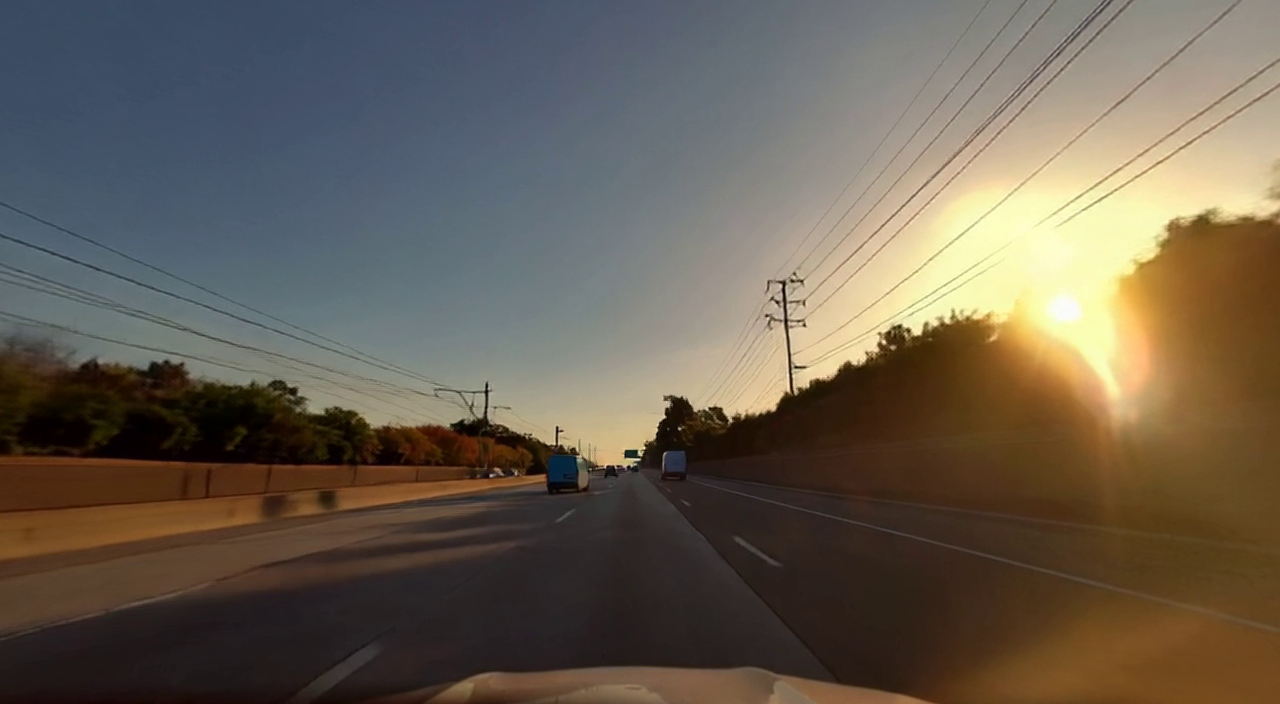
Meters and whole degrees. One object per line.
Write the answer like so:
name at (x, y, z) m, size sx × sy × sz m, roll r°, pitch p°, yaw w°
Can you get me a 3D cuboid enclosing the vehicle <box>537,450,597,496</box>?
vehicle at (-3.422, 5.848, 30.502) m, size 2.324 × 2.008 × 4.654 m, roll 1°, pitch -11°, yaw 0°
